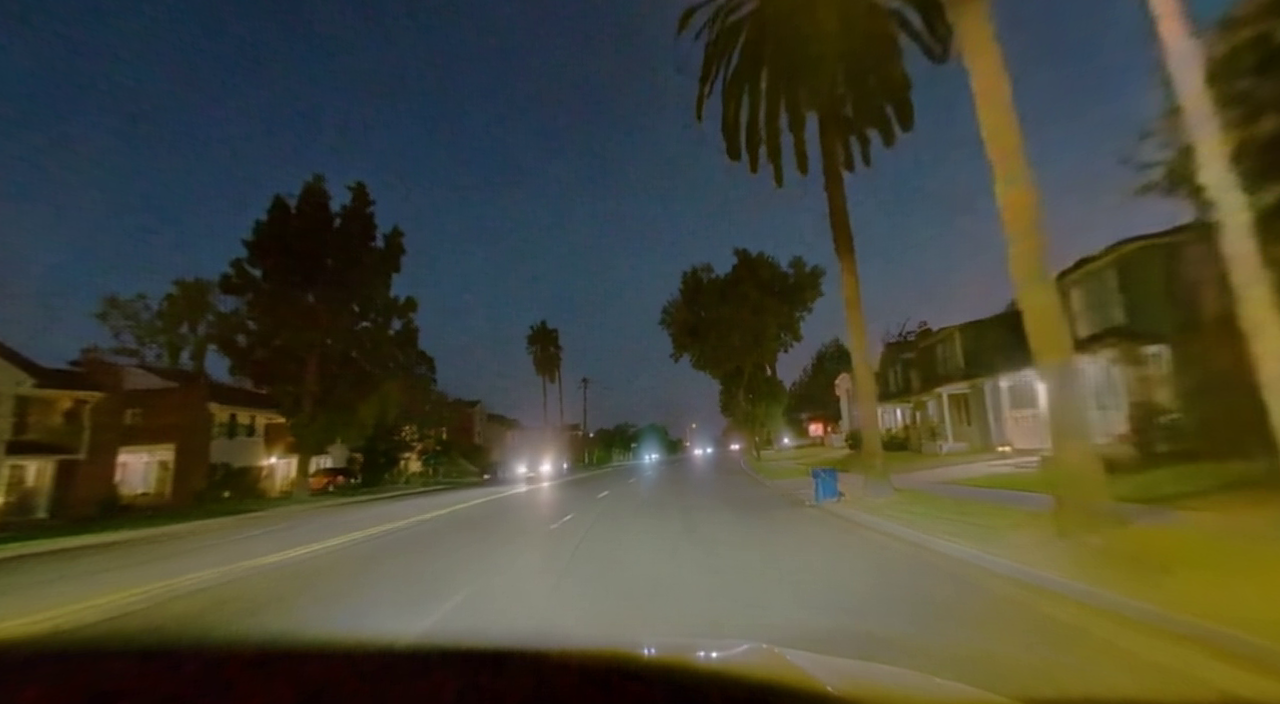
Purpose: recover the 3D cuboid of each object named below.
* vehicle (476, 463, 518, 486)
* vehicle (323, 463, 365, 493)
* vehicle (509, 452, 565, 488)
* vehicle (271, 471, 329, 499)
[{"bbox_3d":[-10.859,9.292,48.214,1.804,1.498,4.136,-4,-9,6],"label":"vehicle"},{"bbox_3d":[-20.910,8.901,44.755,2.075,1.846,4.684,2,-9,-18],"label":"vehicle"},{"bbox_3d":[-5.328,6.150,33.210,1.746,1.503,4.400,-7,-9,5],"label":"vehicle"},{"bbox_3d":[-21.421,8.294,39.681,4.461,1.477,1.862,-9,-12,44],"label":"vehicle"}]
